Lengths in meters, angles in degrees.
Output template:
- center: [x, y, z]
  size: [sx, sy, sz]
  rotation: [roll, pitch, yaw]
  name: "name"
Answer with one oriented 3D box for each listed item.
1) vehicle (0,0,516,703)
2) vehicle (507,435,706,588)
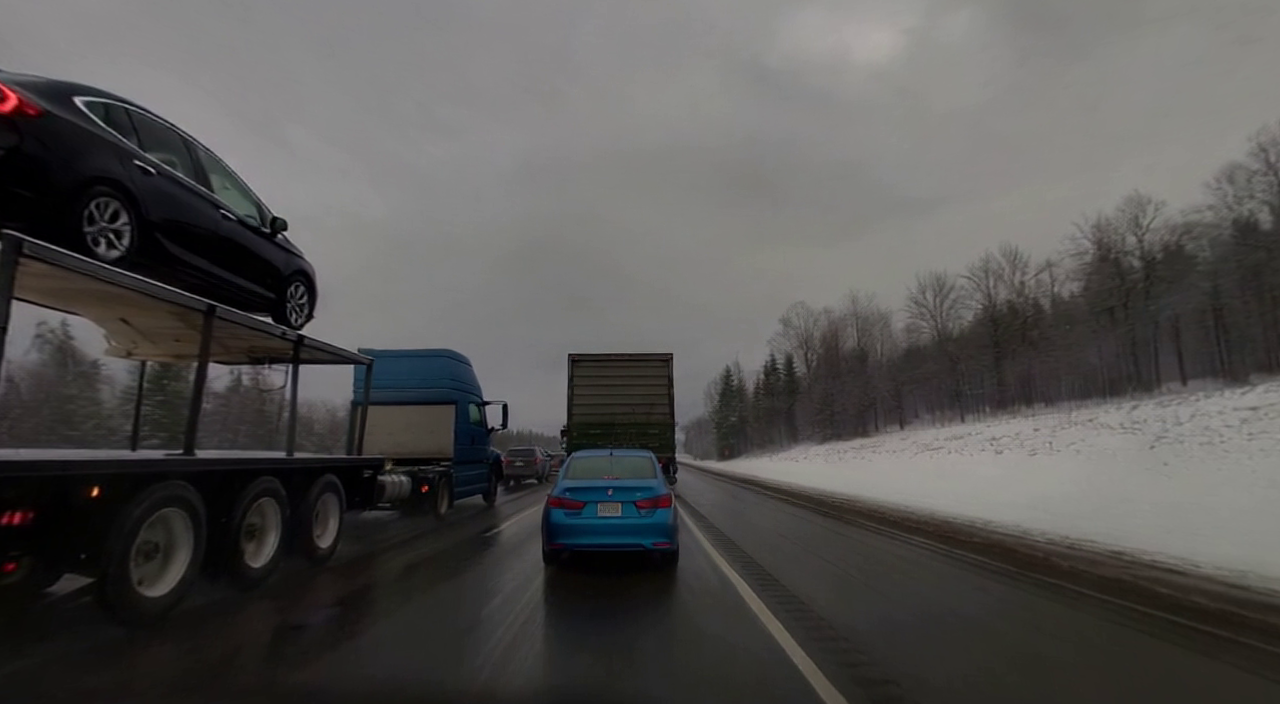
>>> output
- center: [-4.591, 0.702, 8.871]
  size: [2.836, 4.059, 14.286]
  rotation: [0, -9, 0]
  name: "vehicle"
- center: [-0.352, 1.868, 8.101]
  size: [1.991, 1.507, 3.391]
  rotation: [0, -9, -1]
  name: "vehicle"
